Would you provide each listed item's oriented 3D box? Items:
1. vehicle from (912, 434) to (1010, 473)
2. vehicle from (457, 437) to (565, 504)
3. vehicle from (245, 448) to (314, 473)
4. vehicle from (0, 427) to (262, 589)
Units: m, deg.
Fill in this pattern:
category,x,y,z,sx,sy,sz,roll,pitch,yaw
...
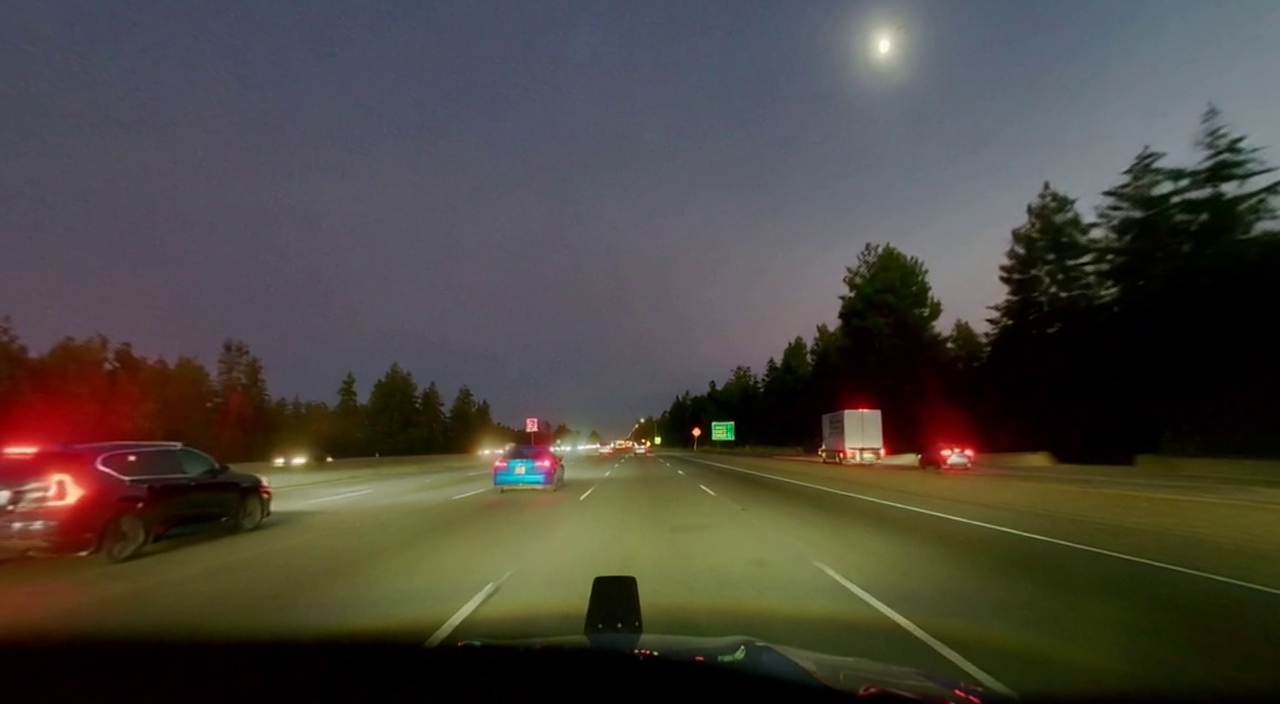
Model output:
category,x,y,z,sx,sy,sz,roll,pitch,yaw
vehicle,15.143,4.832,30.176,2.081,1.707,4.756,0,-9,-1
vehicle,-3.281,3.103,16.963,2.020,1.554,4.137,0,-9,0
vehicle,-24.841,7.487,43.791,1.978,1.573,4.700,0,-9,0
vehicle,-7.129,1.771,7.850,1.955,1.540,4.715,0,-9,-1
